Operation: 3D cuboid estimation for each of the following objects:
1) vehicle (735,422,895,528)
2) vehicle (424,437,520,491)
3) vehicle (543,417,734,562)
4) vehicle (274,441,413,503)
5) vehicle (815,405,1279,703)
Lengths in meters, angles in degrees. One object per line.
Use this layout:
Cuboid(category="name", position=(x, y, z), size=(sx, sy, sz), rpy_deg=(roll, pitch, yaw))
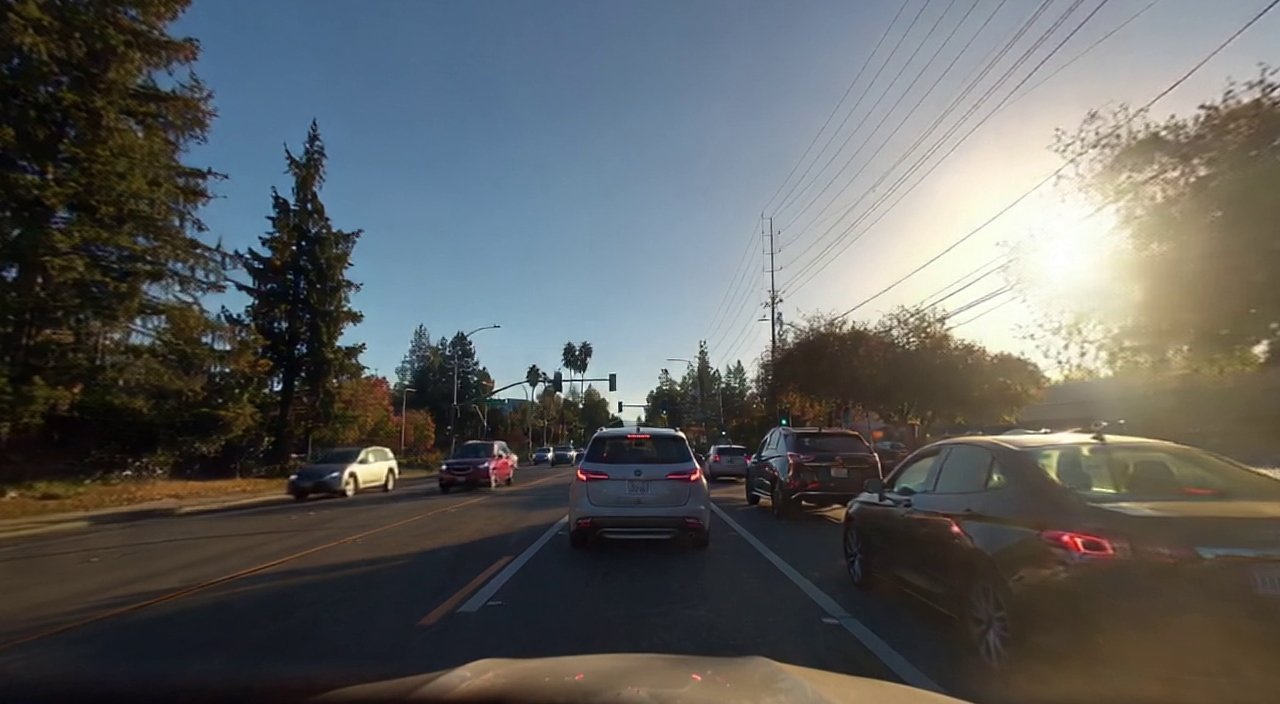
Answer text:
Cuboid(category="vehicle", position=(3.158, 2.306, 12.329), size=(1.914, 1.698, 4.049), rpy_deg=(0, -8, 0))
Cuboid(category="vehicle", position=(-6.312, 4.264, 24.391), size=(2.328, 1.861, 4.891), rpy_deg=(0, -8, 1))
Cuboid(category="vehicle", position=(-0.005, 1.894, 9.408), size=(2.200, 1.653, 4.127), rpy_deg=(0, -8, 0))
Cuboid(category="vehicle", position=(-9.874, 4.005, 21.566), size=(2.230, 1.831, 4.941), rpy_deg=(-1, -8, 1))
Cuboid(category="vehicle", position=(2.876, 1.267, 4.622), size=(1.950, 1.487, 4.275), rpy_deg=(0, -8, 0))
